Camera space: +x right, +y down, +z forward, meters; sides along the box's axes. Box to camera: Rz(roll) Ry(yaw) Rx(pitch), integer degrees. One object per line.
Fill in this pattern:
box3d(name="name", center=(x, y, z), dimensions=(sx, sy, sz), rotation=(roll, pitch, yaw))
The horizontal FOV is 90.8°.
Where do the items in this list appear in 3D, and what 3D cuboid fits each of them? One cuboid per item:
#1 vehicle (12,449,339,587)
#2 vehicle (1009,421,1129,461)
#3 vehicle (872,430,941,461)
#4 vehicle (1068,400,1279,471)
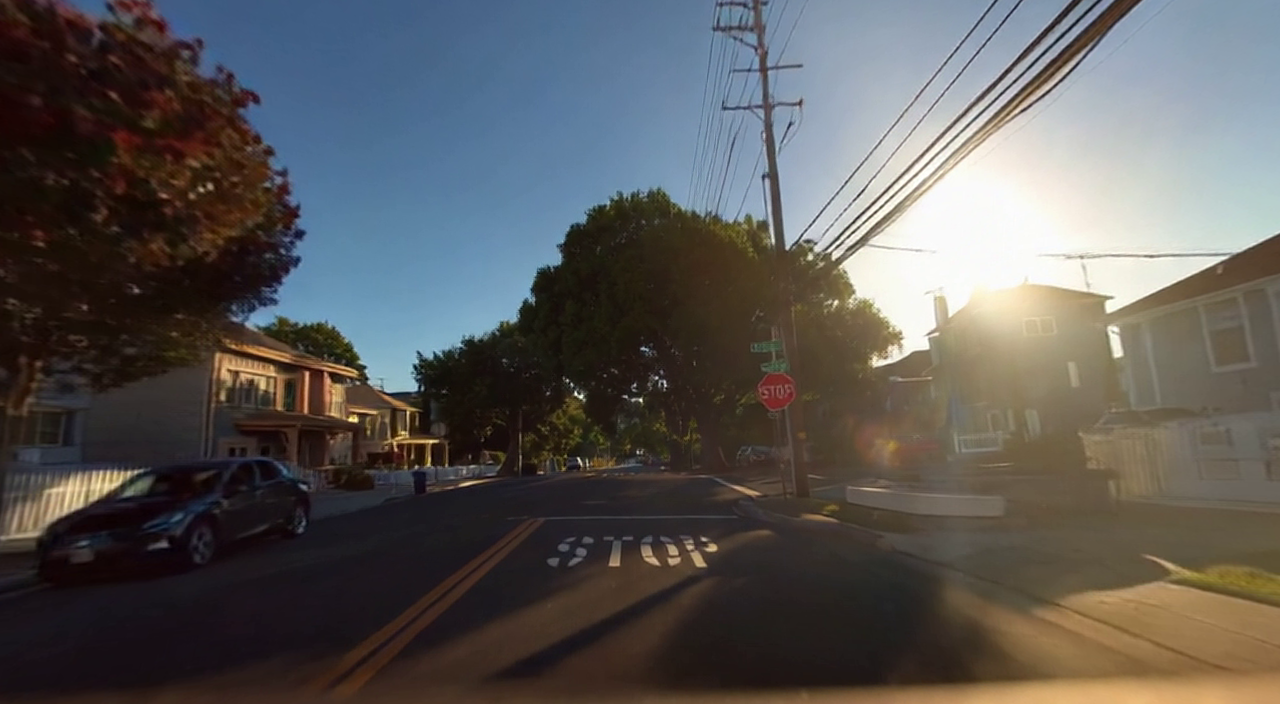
box3d(name="vehicle", center=(-6.745, 2.383, 9.916), dimensions=(2.026, 1.560, 4.062), rotation=(-4, -9, 1))
box3d(name="vehicle", center=(21.166, 4.416, 31.276), dimensions=(4.466, 1.769, 2.033), rotation=(1, -9, -2))
box3d(name="vehicle", center=(15.610, 5.525, 37.315), dimensions=(2.025, 1.689, 4.342), rotation=(0, -9, -2))
box3d(name="vehicle", center=(16.668, 2.518, 18.867), dimensions=(6.022, 1.953, 2.250), rotation=(0, -9, 0))
